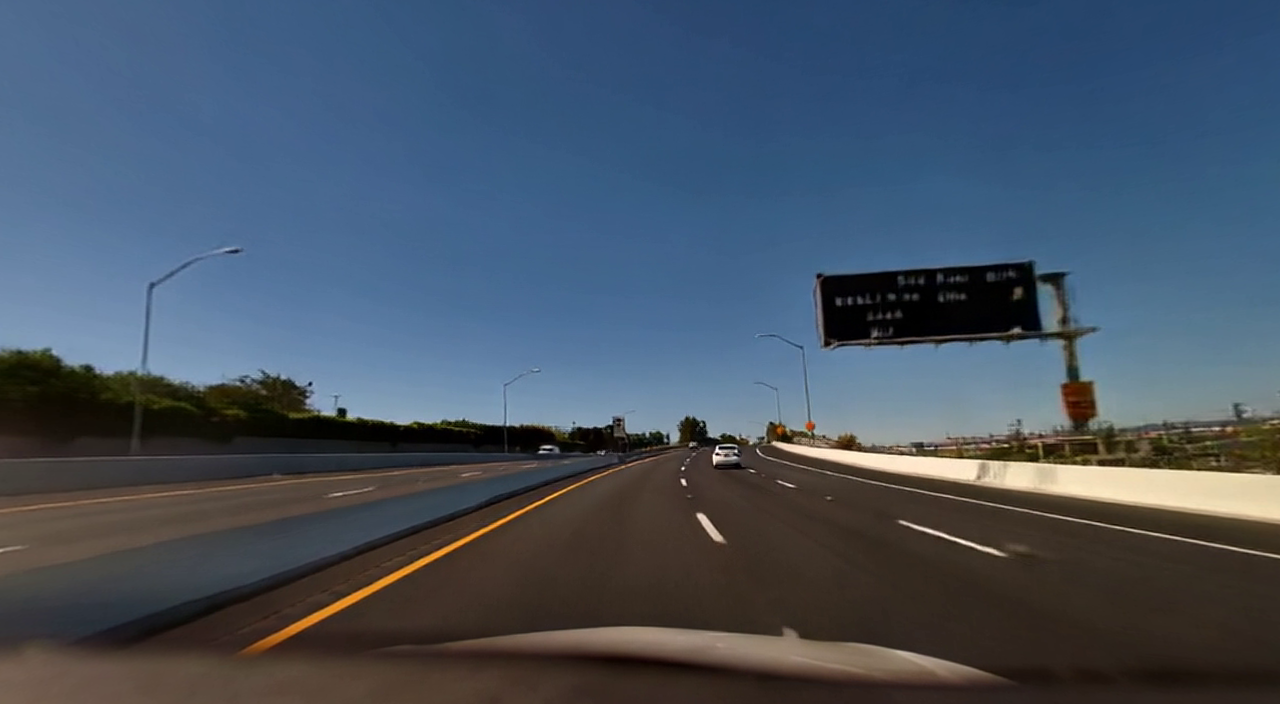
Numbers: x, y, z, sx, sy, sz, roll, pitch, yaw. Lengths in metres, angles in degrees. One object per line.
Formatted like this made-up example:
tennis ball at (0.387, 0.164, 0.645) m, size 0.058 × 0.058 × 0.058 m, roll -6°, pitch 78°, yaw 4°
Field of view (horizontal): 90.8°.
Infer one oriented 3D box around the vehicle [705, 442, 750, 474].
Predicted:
vehicle at (4.431, 5.419, 32.502) m, size 1.874 × 1.506 × 4.116 m, roll -1°, pitch -8°, yaw 2°
